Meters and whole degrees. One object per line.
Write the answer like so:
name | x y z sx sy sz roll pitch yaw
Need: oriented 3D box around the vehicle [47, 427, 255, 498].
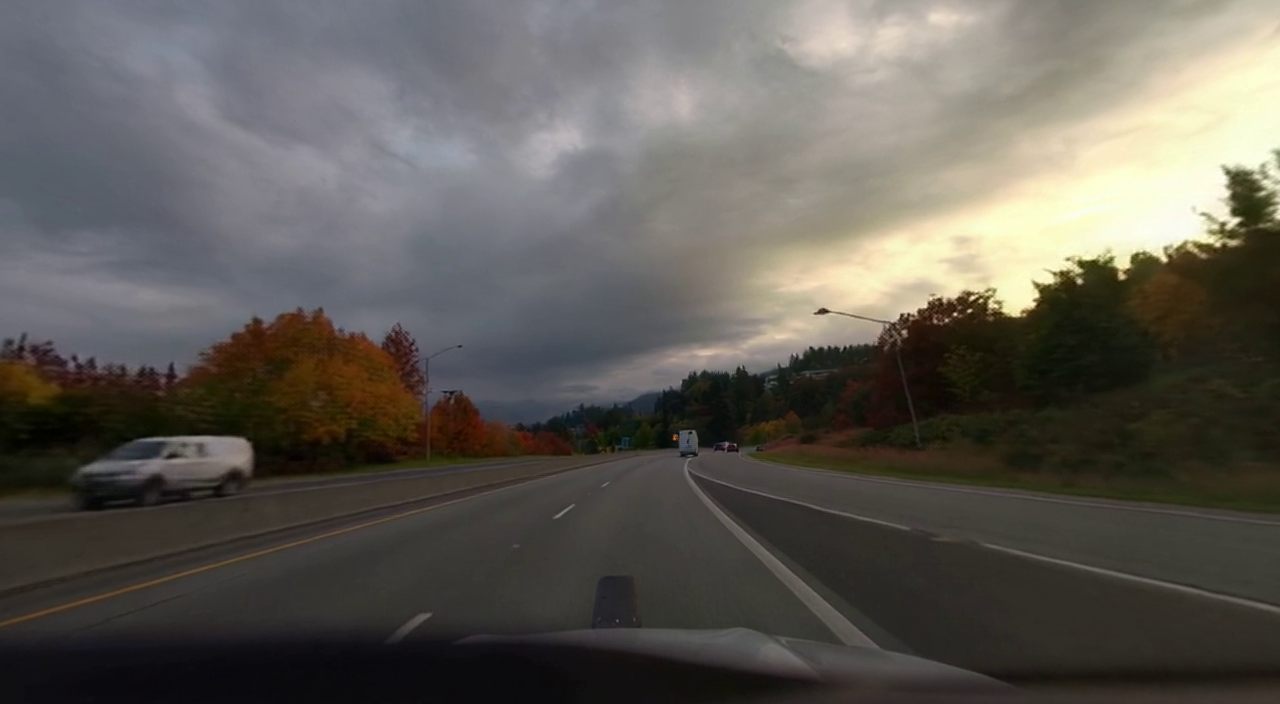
vehicle | -15.187 3.467 20.009 2.089 1.939 5.262 -1 -9 4
